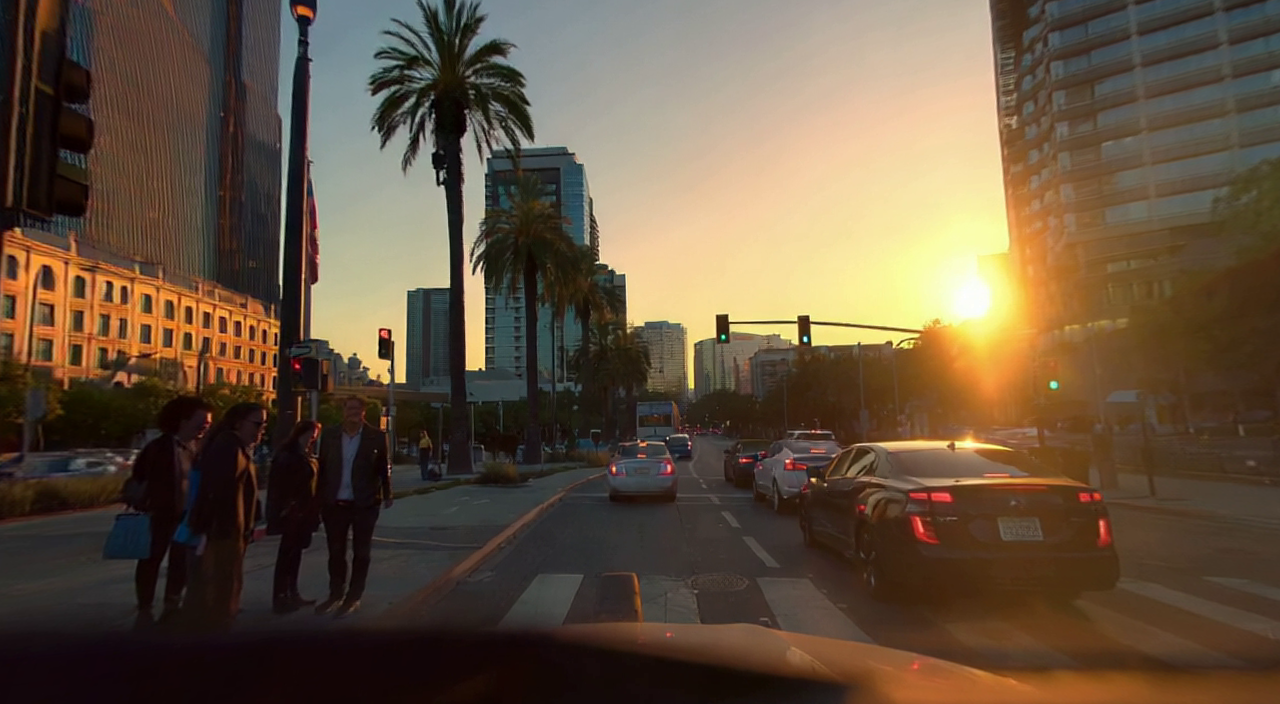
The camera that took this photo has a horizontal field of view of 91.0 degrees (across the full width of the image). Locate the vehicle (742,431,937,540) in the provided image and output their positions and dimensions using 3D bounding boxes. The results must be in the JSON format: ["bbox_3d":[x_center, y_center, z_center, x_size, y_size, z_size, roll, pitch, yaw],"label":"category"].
[{"bbox_3d":[3.102,2.173,10.909,1.913,1.469,4.425,0,-9,0],"label":"vehicle"}]

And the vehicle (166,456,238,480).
[{"bbox_3d":[-30.498,8.062,44.006,1.829,1.483,4.745,0,-9,-4],"label":"vehicle"}]

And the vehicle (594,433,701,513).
[{"bbox_3d":[0.179,2.612,13.996,2.048,1.503,3.681,0,-9,1],"label":"vehicle"}]

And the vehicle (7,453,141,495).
[{"bbox_3d":[-26.696,5.718,29.964,2.105,1.793,4.812,0,-9,-4],"label":"vehicle"}]

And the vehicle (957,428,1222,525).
[{"bbox_3d":[8.177,2.280,12.085,1.859,1.508,4.259,0,-9,-1],"label":"vehicle"}]
